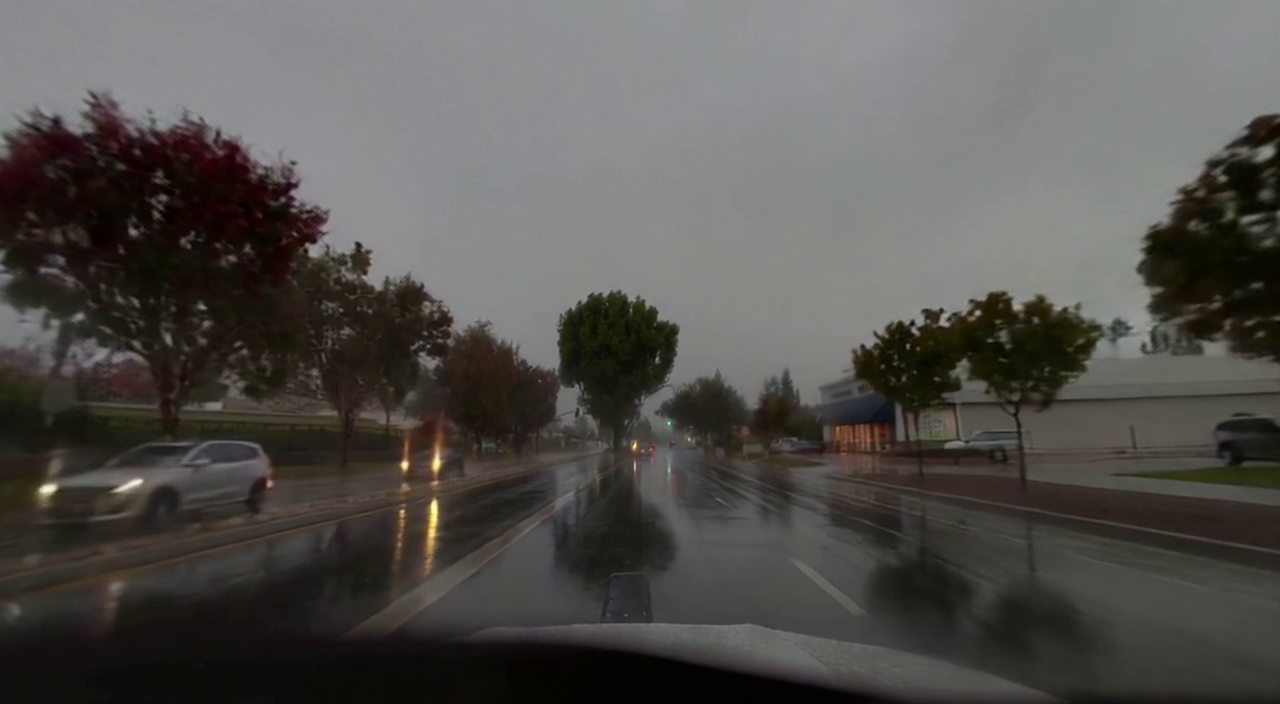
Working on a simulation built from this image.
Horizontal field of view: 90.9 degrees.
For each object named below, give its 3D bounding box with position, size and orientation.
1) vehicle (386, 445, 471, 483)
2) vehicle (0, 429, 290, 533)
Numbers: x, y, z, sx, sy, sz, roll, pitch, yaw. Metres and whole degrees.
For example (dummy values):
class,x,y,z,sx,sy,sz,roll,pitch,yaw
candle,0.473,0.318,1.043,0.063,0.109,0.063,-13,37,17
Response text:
class,x,y,z,sx,sy,sz,roll,pitch,yaw
vehicle,-8.923,4.753,27.004,1.946,1.470,4.443,0,-8,2
vehicle,-9.910,2.578,13.283,2.230,1.777,4.797,0,-8,1
